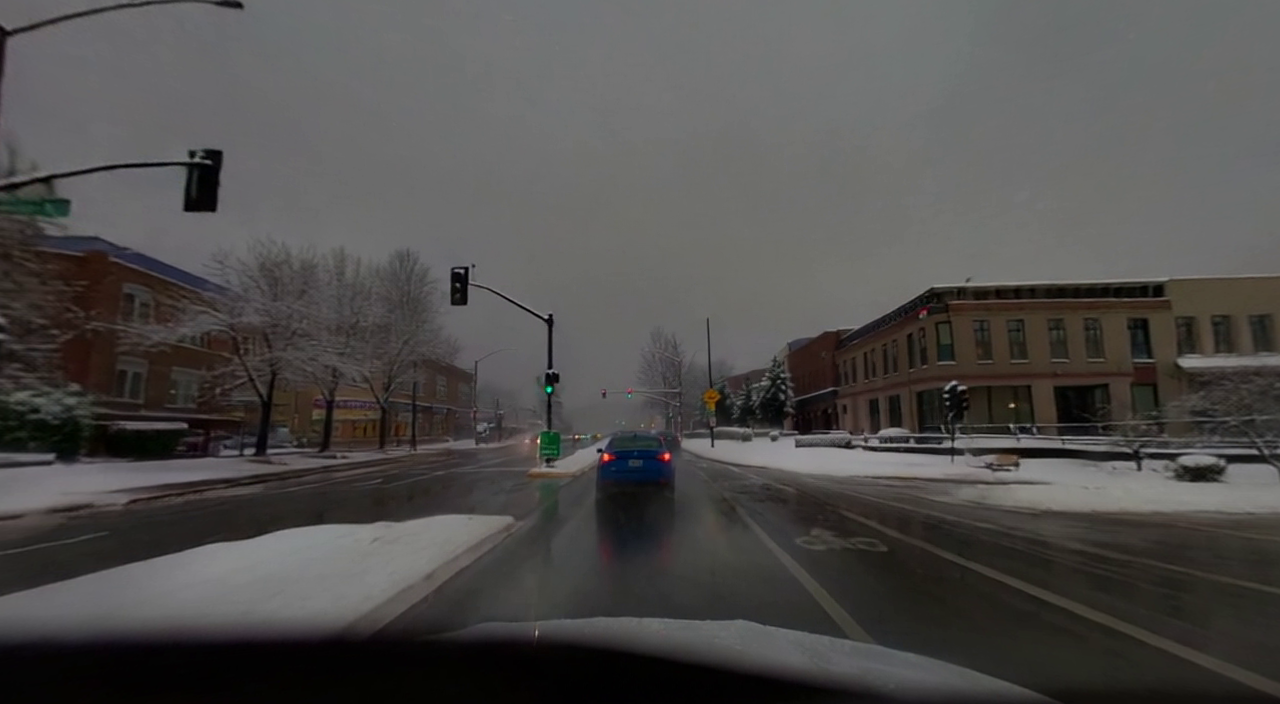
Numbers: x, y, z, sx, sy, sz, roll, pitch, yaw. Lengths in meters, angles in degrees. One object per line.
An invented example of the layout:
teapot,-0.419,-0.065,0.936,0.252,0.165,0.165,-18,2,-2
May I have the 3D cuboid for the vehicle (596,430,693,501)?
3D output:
vehicle,0.023,2.541,14.679,1.950,1.401,4.159,0,-7,-2
